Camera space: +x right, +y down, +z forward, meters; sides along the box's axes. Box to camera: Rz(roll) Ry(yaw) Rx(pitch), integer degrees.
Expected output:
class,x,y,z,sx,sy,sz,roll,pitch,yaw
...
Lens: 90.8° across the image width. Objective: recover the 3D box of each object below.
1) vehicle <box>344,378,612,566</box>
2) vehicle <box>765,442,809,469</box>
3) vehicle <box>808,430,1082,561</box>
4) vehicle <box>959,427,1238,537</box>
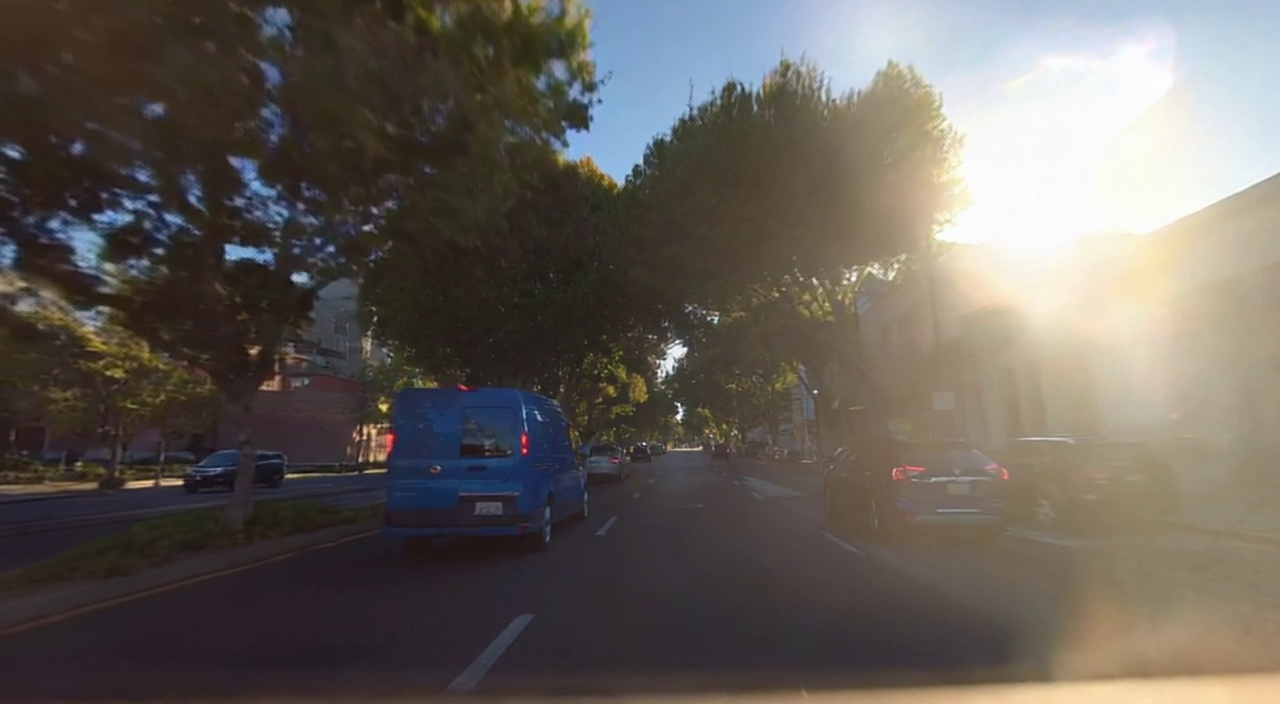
class,x,y,z,sx,sy,sz,roll,pitch,yaw
vehicle,-2.009,1.802,10.170,2.490,2.153,5.594,-1,-9,4
vehicle,10.010,7.068,43.427,2.017,1.745,4.670,-1,-9,2
vehicle,4.124,2.003,9.622,2.021,1.491,4.563,-1,-9,2
vehicle,7.930,2.266,11.577,1.983,1.618,4.108,0,-9,0
